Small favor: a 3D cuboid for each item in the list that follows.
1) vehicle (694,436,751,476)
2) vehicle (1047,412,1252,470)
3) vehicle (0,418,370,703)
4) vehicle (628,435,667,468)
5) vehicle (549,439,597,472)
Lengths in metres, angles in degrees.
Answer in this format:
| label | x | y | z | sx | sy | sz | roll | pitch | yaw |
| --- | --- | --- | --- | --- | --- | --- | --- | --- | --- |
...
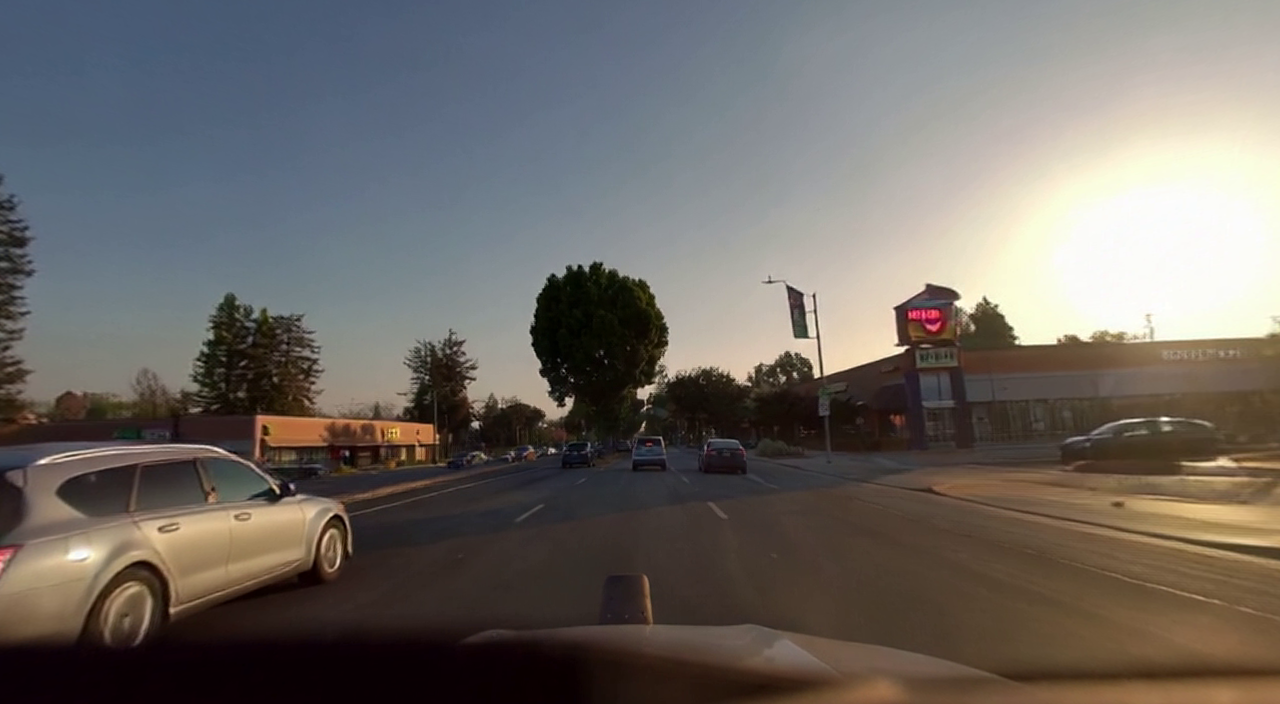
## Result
| label | x | y | z | sx | sy | sz | roll | pitch | yaw |
| --- | --- | --- | --- | --- | --- | --- | --- | --- | --- |
| vehicle | 3.519 | 4.517 | 27.542 | 1.922 | 1.579 | 3.642 | 0 | -9 | -1 |
| vehicle | 16.793 | 3.008 | 21.130 | 1.945 | 1.690 | 4.833 | 4 | -9 | -27 |
| vehicle | -3.978 | 1.323 | 4.731 | 1.908 | 1.481 | 4.351 | 0 | -9 | 1 |
| vehicle | 0.407 | 5.940 | 37.794 | 2.193 | 1.873 | 4.033 | 0 | -9 | 0 |
| vehicle | -3.567 | 5.606 | 34.344 | 2.026 | 1.665 | 4.193 | 0 | -9 | 2 |
